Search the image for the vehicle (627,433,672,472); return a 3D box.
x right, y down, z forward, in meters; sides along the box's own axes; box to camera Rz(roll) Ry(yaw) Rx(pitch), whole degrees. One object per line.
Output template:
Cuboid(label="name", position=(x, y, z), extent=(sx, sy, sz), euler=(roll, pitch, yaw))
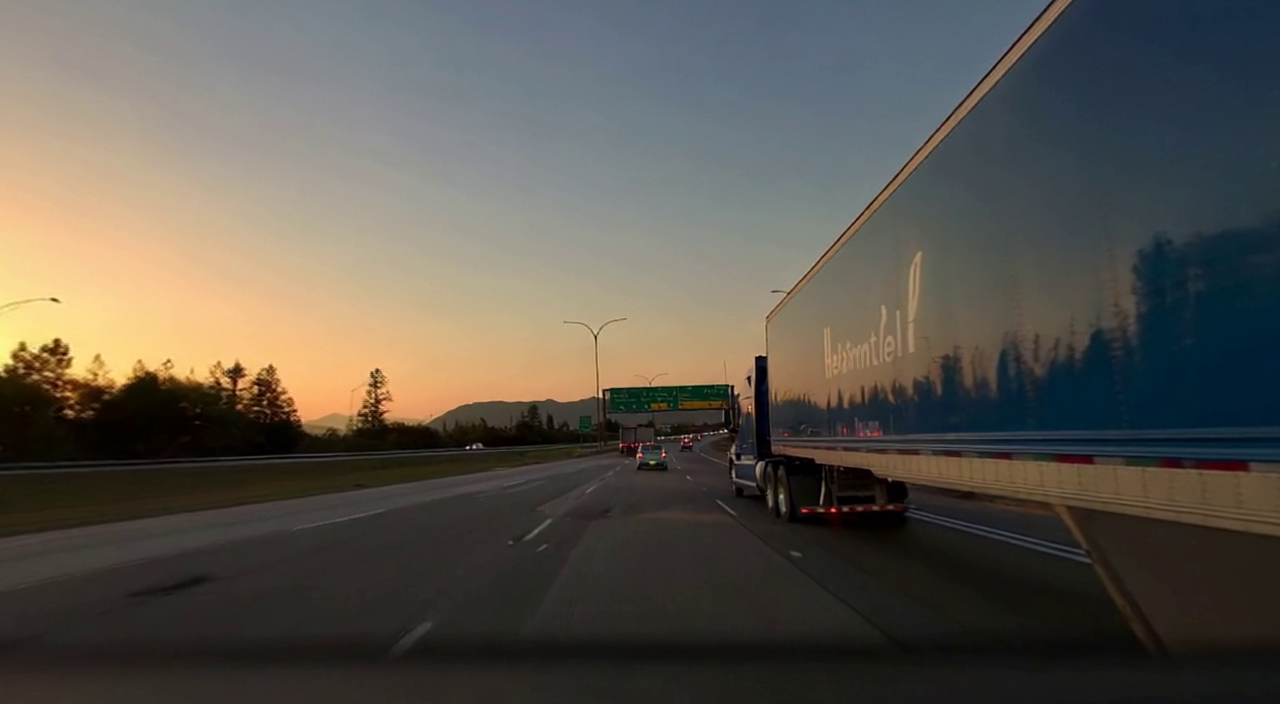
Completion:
Cuboid(label="vehicle", position=(0.466, 5.228, 32.796), extent=(2.205, 1.860, 4.301), euler=(0, -9, 0))

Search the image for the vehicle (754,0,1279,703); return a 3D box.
Cuboid(label="vehicle", position=(4.088, 0.262, 6.360), extent=(3.019, 4.145, 16.453), euler=(-1, -9, 1))
